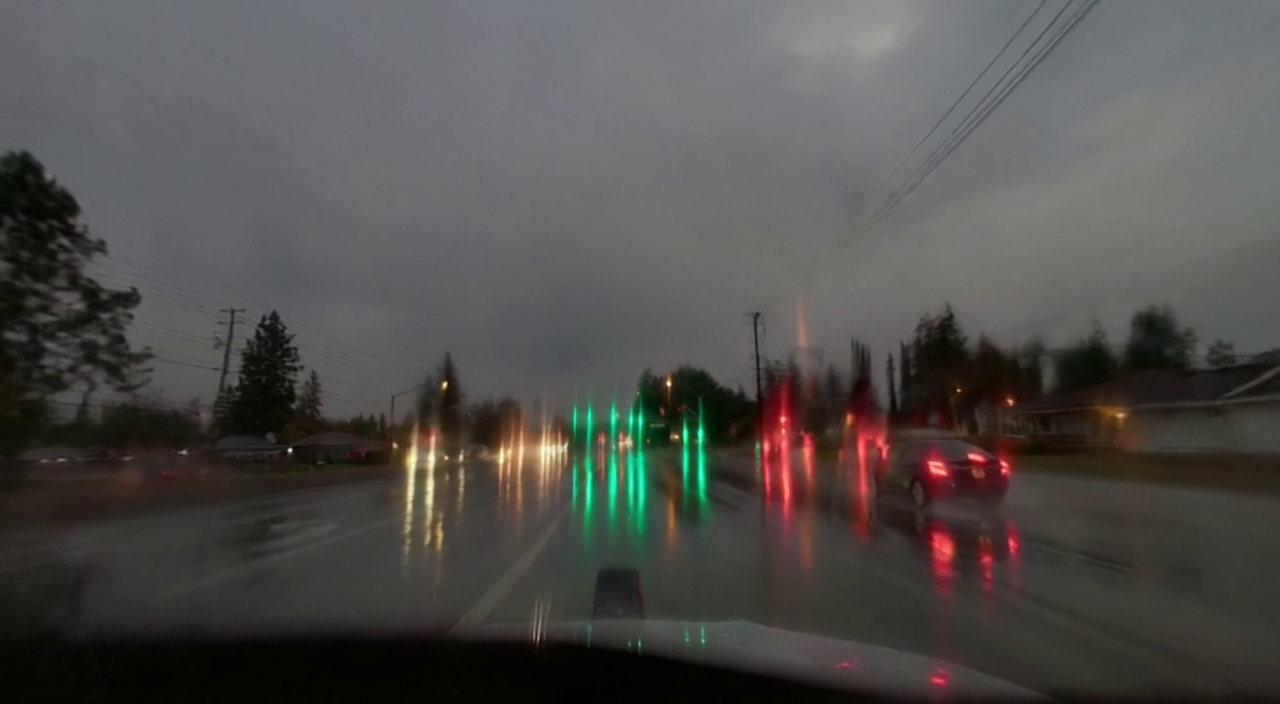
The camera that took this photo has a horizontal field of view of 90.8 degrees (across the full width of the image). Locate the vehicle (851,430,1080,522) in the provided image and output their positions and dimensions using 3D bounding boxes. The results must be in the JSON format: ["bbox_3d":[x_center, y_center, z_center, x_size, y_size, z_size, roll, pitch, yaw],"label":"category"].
[{"bbox_3d":[6.280,2.440,13.029,2.113,1.520,4.650,0,-8,-2],"label":"vehicle"}]

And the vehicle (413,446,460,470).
[{"bbox_3d":[-15.004,7.796,46.789,2.060,1.681,4.418,0,-8,-2],"label":"vehicle"}]

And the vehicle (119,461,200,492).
[{"bbox_3d":[-29.374,7.590,38.822,1.932,1.639,4.600,1,-9,-9],"label":"vehicle"}]

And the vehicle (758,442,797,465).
[{"bbox_3d":[9.935,7.339,45.961,1.979,1.581,4.271,0,-8,1],"label":"vehicle"}]
